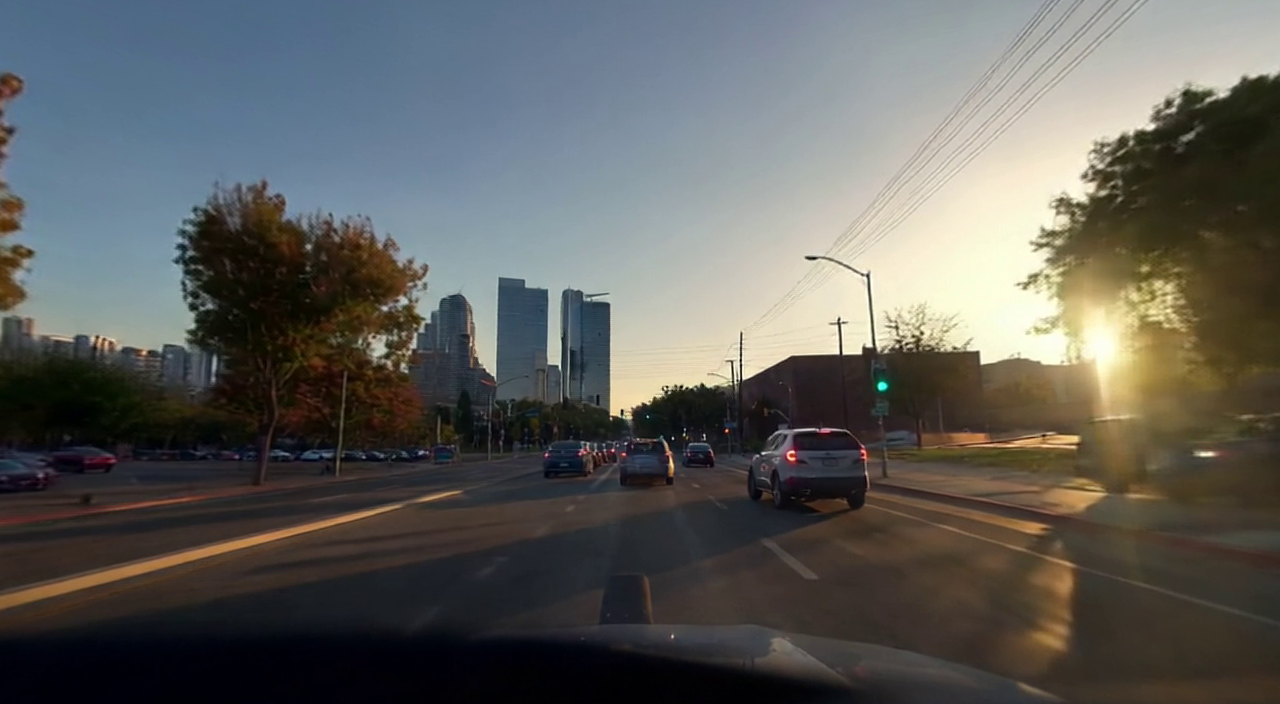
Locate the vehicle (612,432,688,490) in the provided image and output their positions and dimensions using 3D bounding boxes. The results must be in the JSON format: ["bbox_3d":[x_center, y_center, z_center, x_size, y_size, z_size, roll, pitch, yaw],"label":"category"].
[{"bbox_3d":[0.289,3.479,20.462,2.200,1.653,4.127,0,-8,0],"label":"vehicle"}]

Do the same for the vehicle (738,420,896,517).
[{"bbox_3d":[3.529,2.423,13.601,2.024,1.711,4.512,0,-8,-1],"label":"vehicle"}]

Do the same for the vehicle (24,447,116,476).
[{"bbox_3d":[-37.803,7.249,41.969,1.882,1.753,4.517,0,-8,-1],"label":"vehicle"}]

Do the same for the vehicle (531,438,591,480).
[{"bbox_3d":[-3.062,4.257,25.329,2.104,1.488,4.546,0,-8,-4],"label":"vehicle"}]

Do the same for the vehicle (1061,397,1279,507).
[{"bbox_3d":[11.512,2.039,13.093,2.238,1.845,4.874,-1,-8,2],"label":"vehicle"}]

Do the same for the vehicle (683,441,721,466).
[{"bbox_3d":[3.898,6.458,40.289,1.880,1.503,4.130,0,-8,-1],"label":"vehicle"}]
